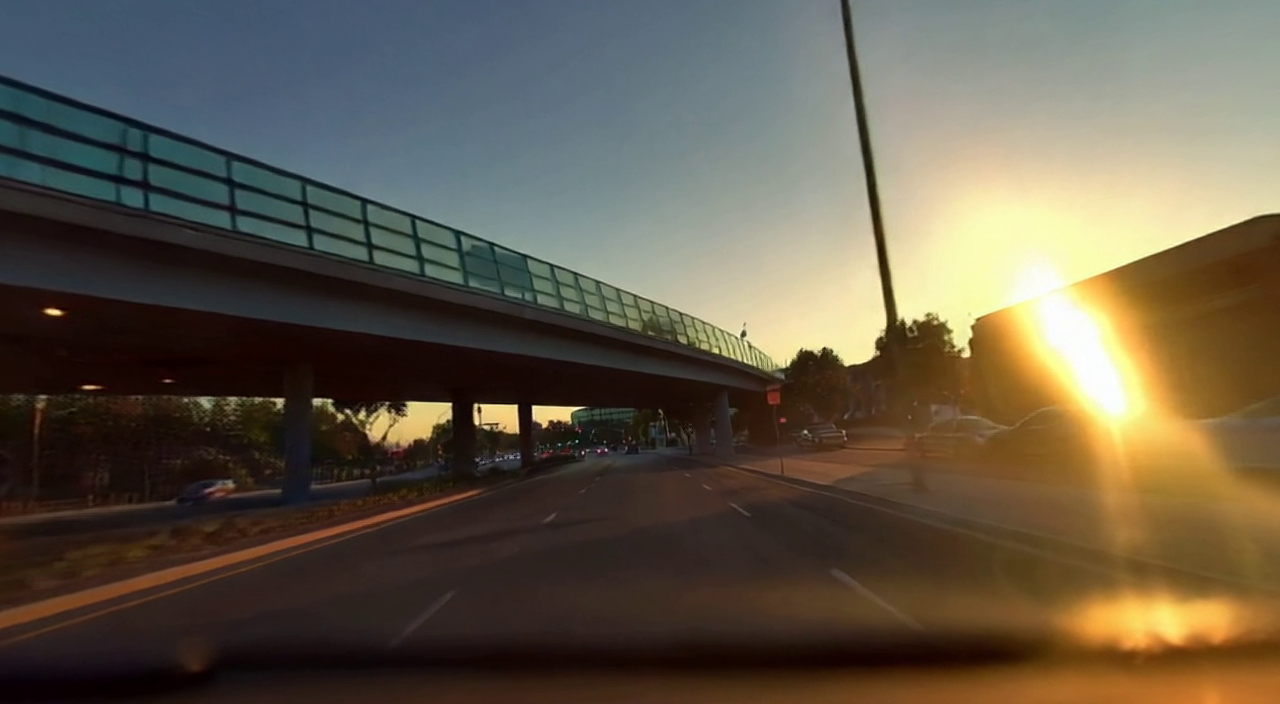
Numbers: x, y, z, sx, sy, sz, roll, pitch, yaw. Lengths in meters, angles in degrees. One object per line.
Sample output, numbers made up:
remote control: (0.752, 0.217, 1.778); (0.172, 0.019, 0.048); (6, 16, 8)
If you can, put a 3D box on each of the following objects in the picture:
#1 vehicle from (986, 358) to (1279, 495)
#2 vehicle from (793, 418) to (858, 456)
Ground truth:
vehicle: (10.472, 1.635, 13.554); (2.287, 1.953, 5.796); (-11, -8, -3)
vehicle: (10.654, 4.966, 36.428); (2.244, 1.866, 4.603); (-6, -8, 0)
